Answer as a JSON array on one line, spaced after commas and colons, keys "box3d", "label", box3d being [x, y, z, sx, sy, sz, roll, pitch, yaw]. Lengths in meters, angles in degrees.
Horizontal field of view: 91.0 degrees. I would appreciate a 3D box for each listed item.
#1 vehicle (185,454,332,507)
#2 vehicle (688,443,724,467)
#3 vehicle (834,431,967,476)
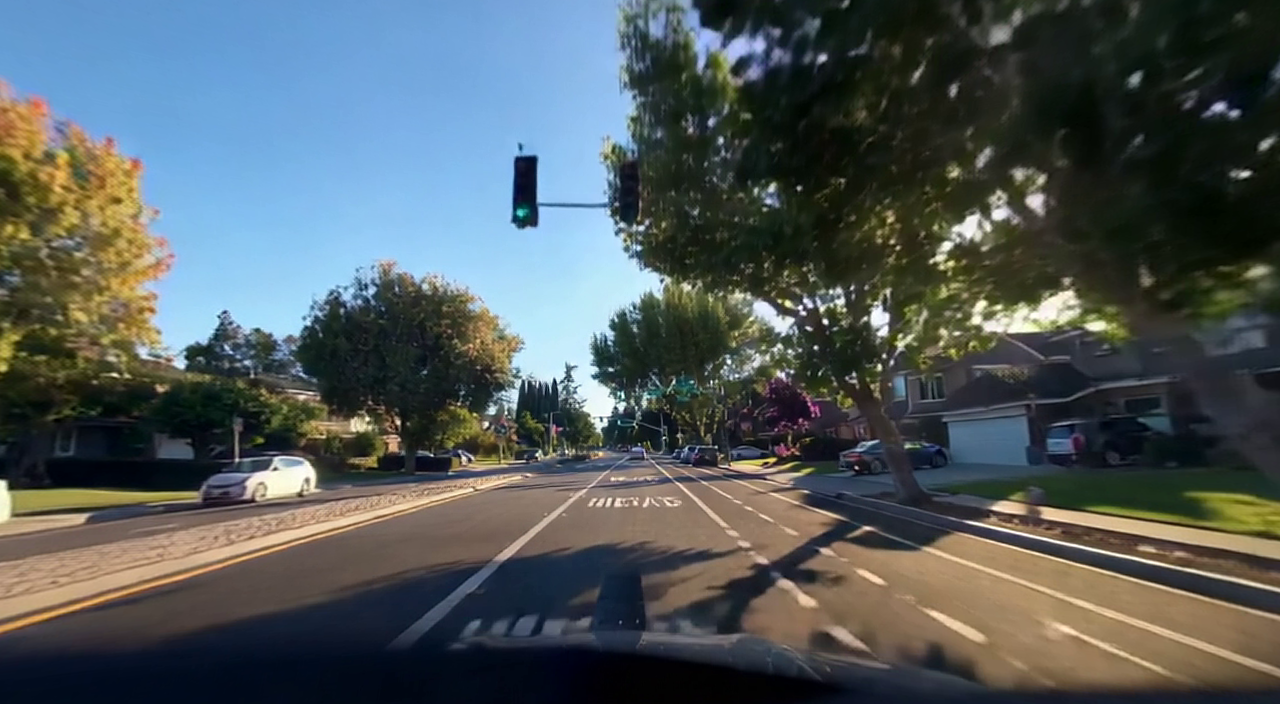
[{"box3d": [-12.145, 4.104, 20.479, 1.888, 1.477, 4.629, -1, -10, 0], "label": "vehicle"}, {"box3d": [5.125, 8.073, 49.529, 2.164, 1.729, 4.488, 0, -9, -2], "label": "vehicle"}, {"box3d": [11.298, 4.426, 27.576, 4.880, 1.842, 2.069, 0, -9, -1], "label": "vehicle"}]
